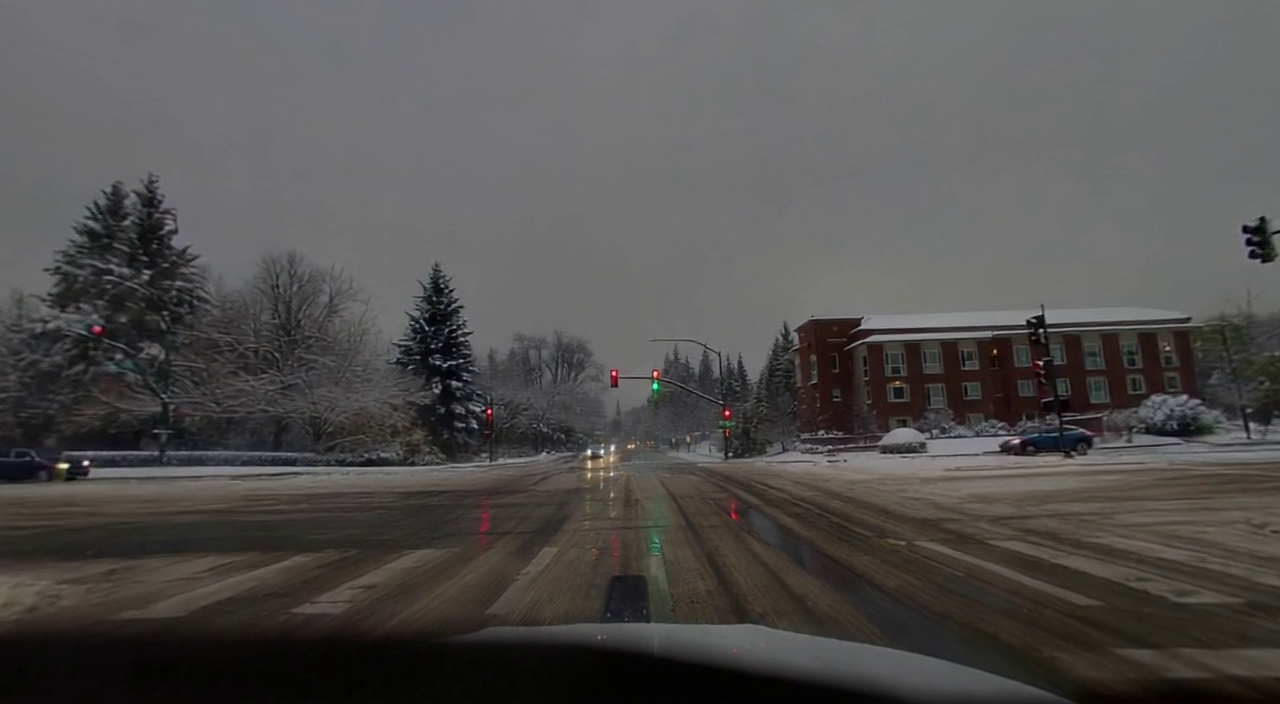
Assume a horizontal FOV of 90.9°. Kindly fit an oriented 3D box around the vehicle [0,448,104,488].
[{"bbox_3d":[-25.227,4.766,26.085,4.332,1.573,1.900,0,-8,3],"label":"vehicle"}]

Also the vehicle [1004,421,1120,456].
[{"bbox_3d":[21.516,4.433,32.261,4.483,1.691,1.949,0,-8,1],"label":"vehicle"}]
